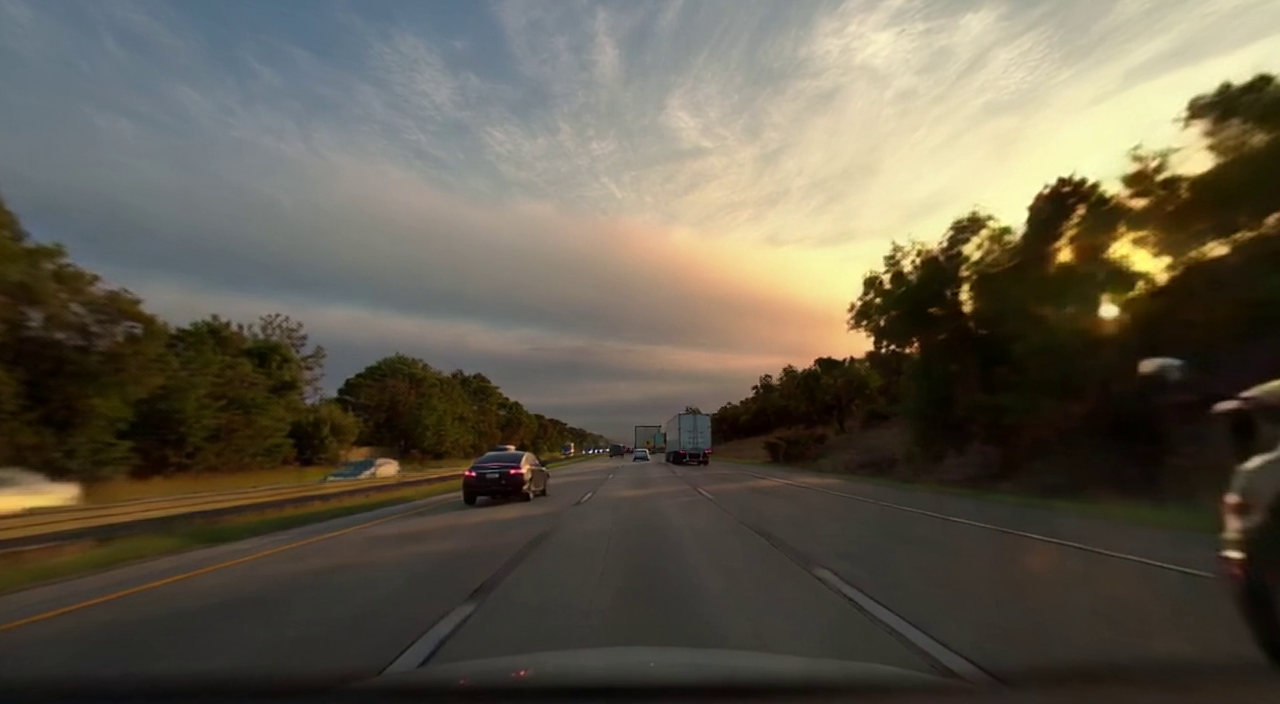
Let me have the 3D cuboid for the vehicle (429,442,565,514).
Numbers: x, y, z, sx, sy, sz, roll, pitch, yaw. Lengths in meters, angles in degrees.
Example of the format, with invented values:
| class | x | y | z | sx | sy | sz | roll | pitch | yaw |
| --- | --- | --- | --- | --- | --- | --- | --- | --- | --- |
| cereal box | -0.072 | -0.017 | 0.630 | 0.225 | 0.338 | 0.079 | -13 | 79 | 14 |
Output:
| class | x | y | z | sx | sy | sz | roll | pitch | yaw |
| --- | --- | --- | --- | --- | --- | --- | --- | --- | --- |
| vehicle | -3.199 | 2.949 | 15.272 | 2.121 | 1.445 | 4.651 | 0 | -9 | 1 |
